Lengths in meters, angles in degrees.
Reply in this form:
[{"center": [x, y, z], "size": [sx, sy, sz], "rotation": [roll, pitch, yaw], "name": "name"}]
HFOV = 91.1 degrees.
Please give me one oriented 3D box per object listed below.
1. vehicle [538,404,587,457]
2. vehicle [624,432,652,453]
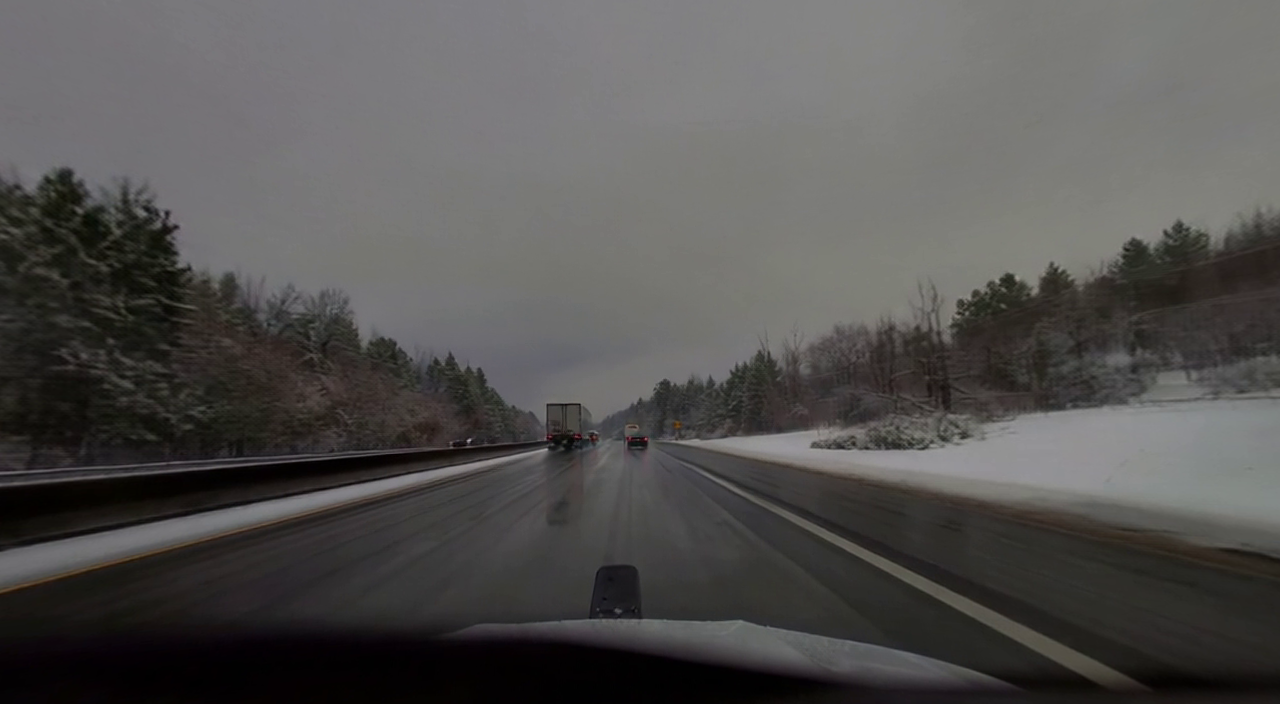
[{"center": [-4.842, 5.039, 40.302], "size": [2.450, 3.098, 6.965], "rotation": [0, -8, -2], "name": "vehicle"}, {"center": [-0.177, 6.667, 46.569], "size": [1.988, 1.472, 3.716], "rotation": [0, -8, -2], "name": "vehicle"}]
